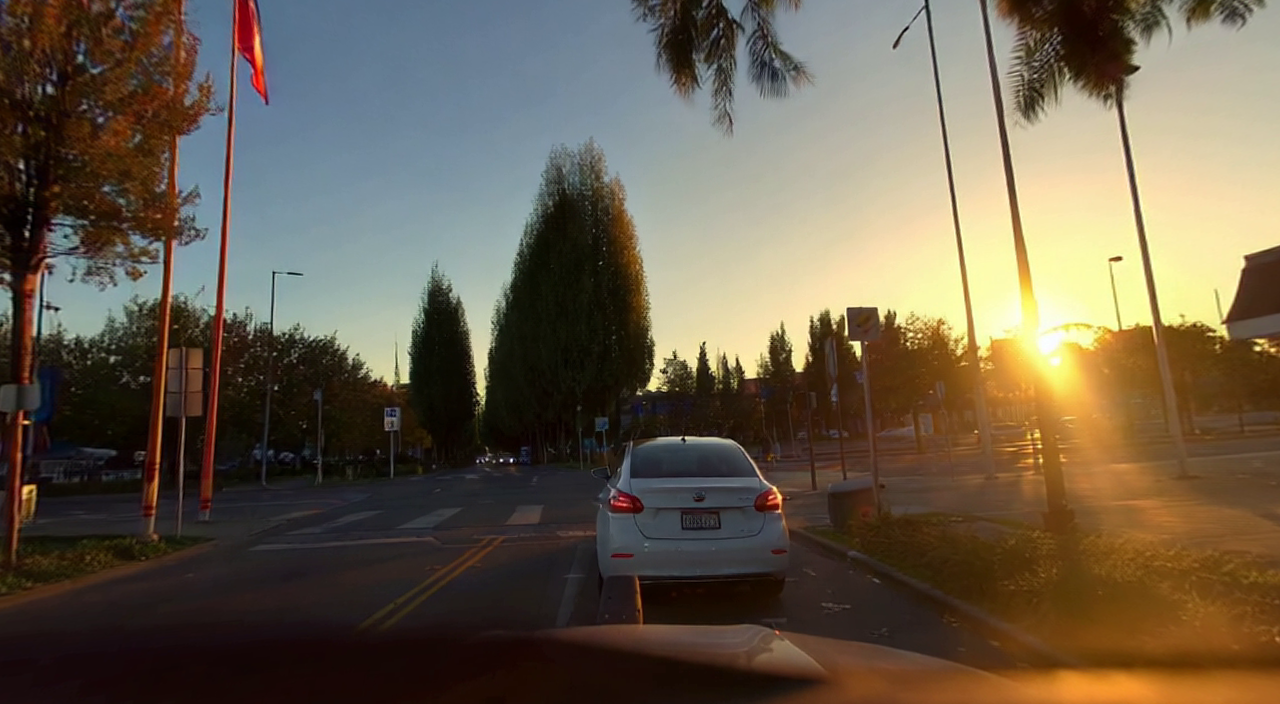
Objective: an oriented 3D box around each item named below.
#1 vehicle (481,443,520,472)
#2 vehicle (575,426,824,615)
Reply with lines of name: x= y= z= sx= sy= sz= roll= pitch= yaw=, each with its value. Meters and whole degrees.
vehicle: x=-10.098 y=7.673 z=45.870 sx=2.212 sy=1.948 sz=4.537 roll=0 pitch=-9 yaw=-6
vehicle: x=0.377 y=1.620 z=6.895 sx=1.985 sy=1.463 sz=3.647 roll=0 pitch=-9 yaw=-3
